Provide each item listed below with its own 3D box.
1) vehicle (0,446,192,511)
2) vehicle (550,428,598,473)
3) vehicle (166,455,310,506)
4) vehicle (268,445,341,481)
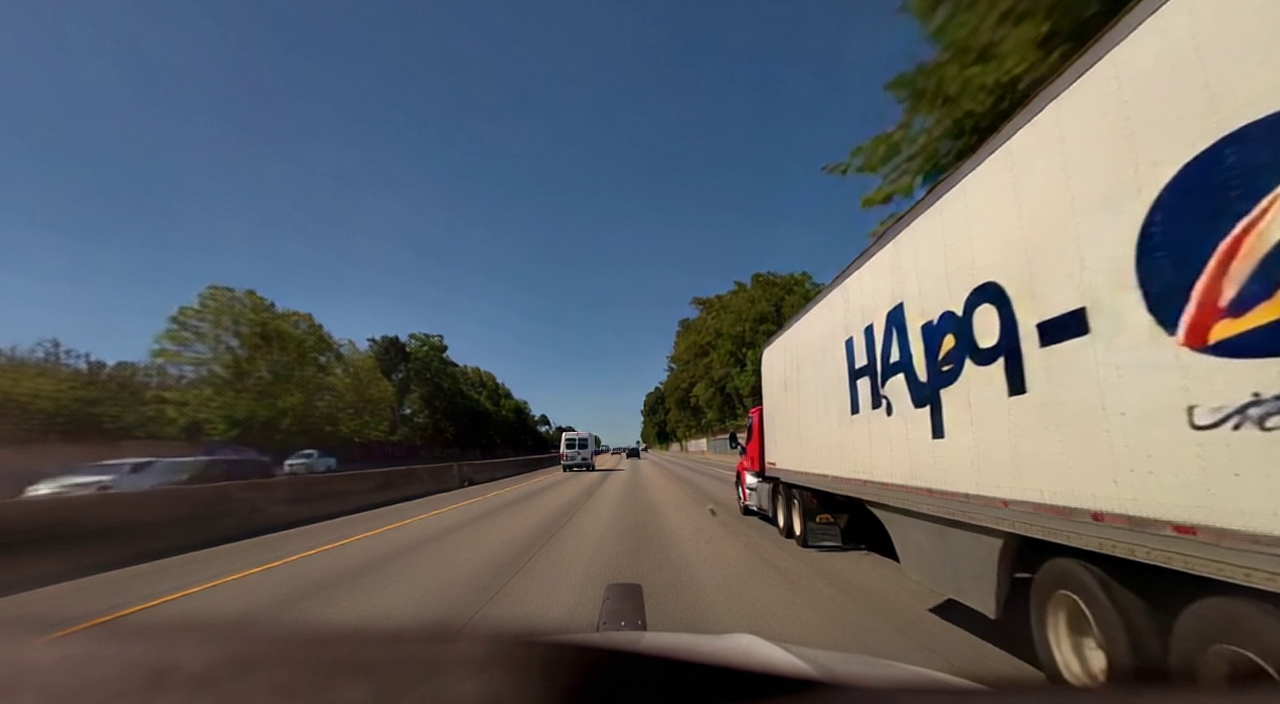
[{"bbox_3d":[-17.396,4.013,20.529,2.084,1.837,4.734,0,-9,0],"label":"vehicle"},{"bbox_3d":[-3.924,5.993,38.386,2.305,2.517,5.486,0,-9,0],"label":"vehicle"},{"bbox_3d":[-13.024,4.151,20.820,1.830,1.438,4.396,0,-9,0],"label":"vehicle"},{"bbox_3d":[-25.538,8.432,48.217,2.326,2.522,5.411,-1,-9,3],"label":"vehicle"}]
